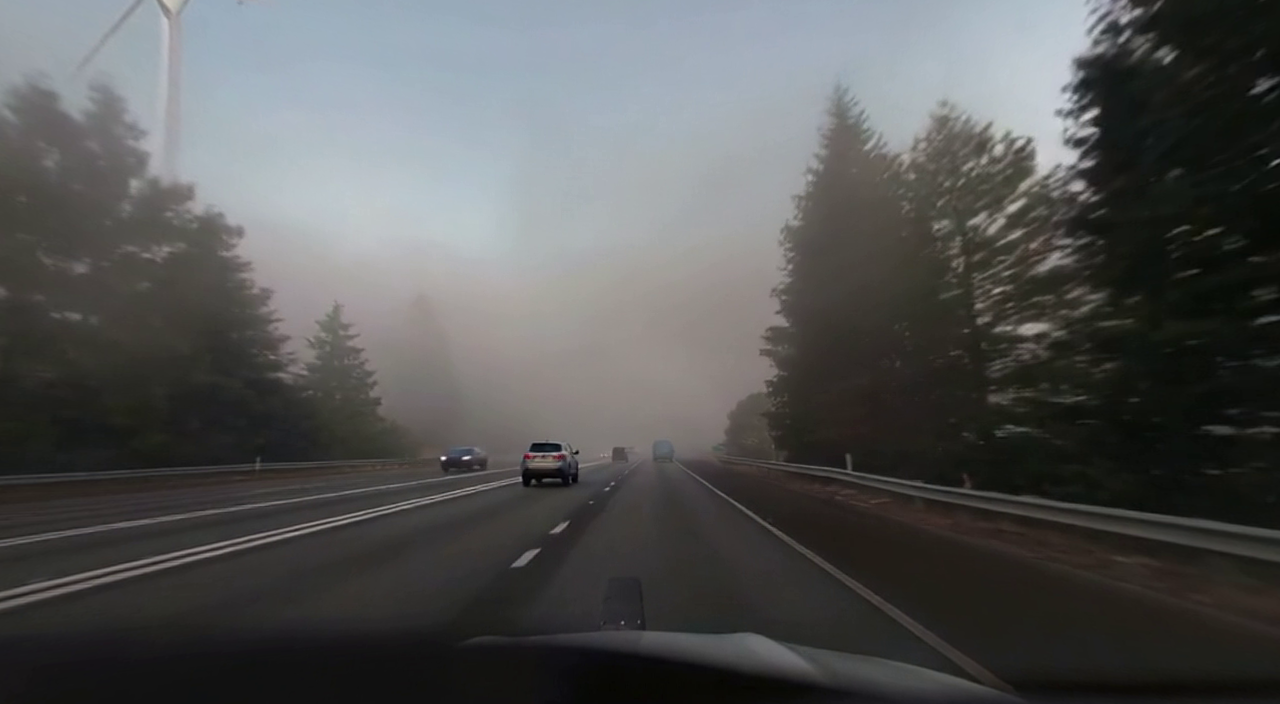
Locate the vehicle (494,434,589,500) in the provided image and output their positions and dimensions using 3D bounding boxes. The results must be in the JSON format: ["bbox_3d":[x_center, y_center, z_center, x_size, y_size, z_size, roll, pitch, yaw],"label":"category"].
[{"bbox_3d":[-2.787,3.376,18.849,2.038,1.723,4.150,0,-9,2],"label":"vehicle"}]

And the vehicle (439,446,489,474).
[{"bbox_3d":[-11.094,6.816,39.929,1.868,1.667,4.142,0,-9,1],"label":"vehicle"}]
